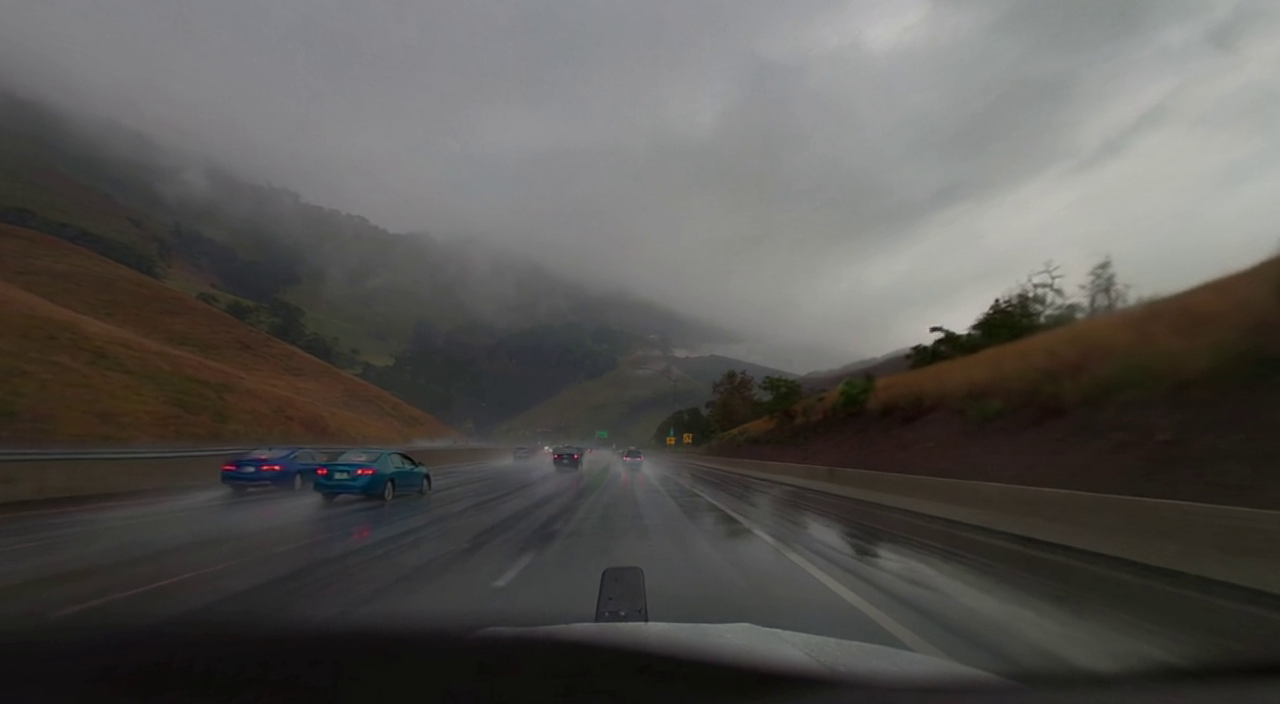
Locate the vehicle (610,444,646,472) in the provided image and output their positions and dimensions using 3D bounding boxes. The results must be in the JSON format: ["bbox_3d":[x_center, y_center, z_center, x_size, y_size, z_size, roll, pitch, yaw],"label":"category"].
[{"bbox_3d":[-0.806,6.804,40.838,2.225,1.674,4.044,0,-8,-2],"label":"vehicle"}]

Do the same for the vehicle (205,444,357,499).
[{"bbox_3d":[-11.224,3.730,20.239,2.048,1.501,4.898,0,-8,-1],"label":"vehicle"}]

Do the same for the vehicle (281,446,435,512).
[{"bbox_3d":[-6.937,3.130,16.119,1.991,1.441,4.265,0,-8,-1],"label":"vehicle"}]

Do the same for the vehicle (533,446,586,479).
[{"bbox_3d":[-3.943,5.492,31.641,2.144,1.505,4.649,0,-8,-1],"label":"vehicle"}]
